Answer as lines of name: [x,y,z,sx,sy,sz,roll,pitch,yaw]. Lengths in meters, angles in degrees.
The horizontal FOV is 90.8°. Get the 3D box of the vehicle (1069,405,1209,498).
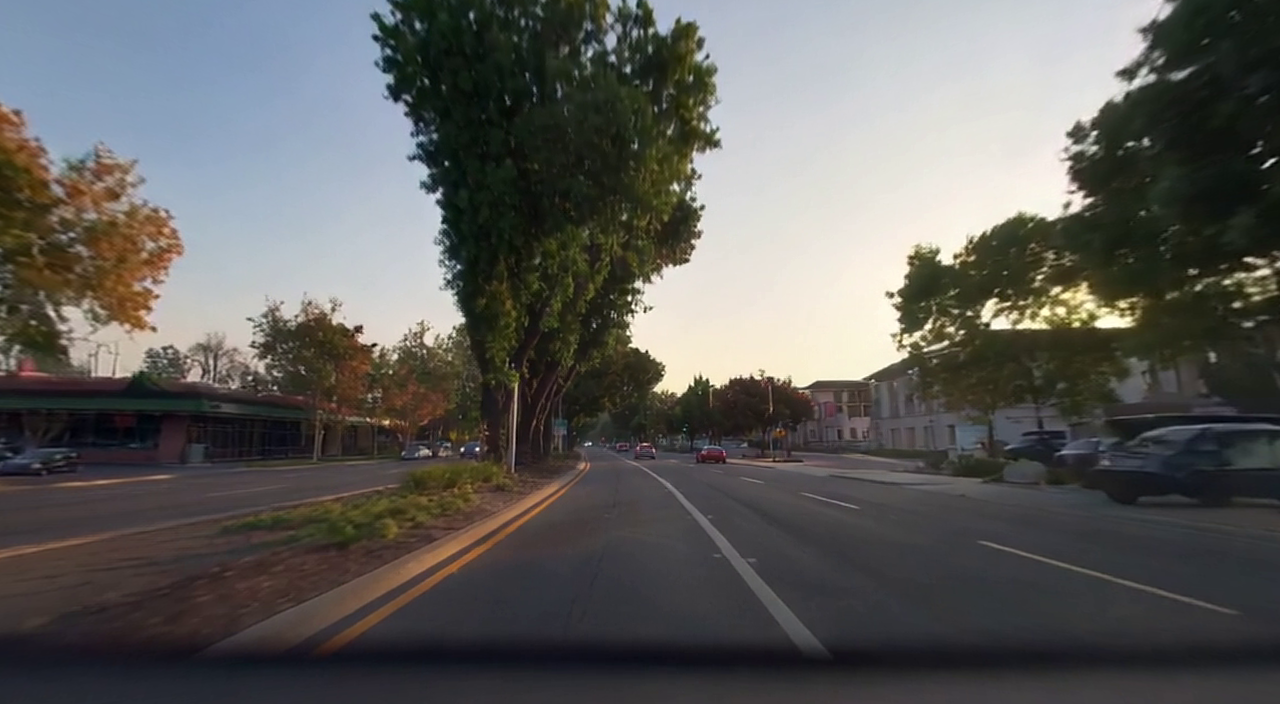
vehicle: [16.888,3.299,21.219,6.233,2.676,2.430,7,-11,-42]

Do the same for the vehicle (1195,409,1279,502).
vehicle: [18.911,3.158,19.217,6.051,2.447,2.293,9,-12,-43]

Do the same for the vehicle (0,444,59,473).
vehicle: [-31.068,5.209,30.886,3.380,1.366,1.777,1,-9,-4]

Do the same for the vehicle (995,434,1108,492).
vehicle: [15.782,4.150,24.112,5.251,1.946,2.114,7,-11,-41]

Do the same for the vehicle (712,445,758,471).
vehicle: [5.708,6.425,38.607,1.876,1.474,4.126,1,-8,-4]
